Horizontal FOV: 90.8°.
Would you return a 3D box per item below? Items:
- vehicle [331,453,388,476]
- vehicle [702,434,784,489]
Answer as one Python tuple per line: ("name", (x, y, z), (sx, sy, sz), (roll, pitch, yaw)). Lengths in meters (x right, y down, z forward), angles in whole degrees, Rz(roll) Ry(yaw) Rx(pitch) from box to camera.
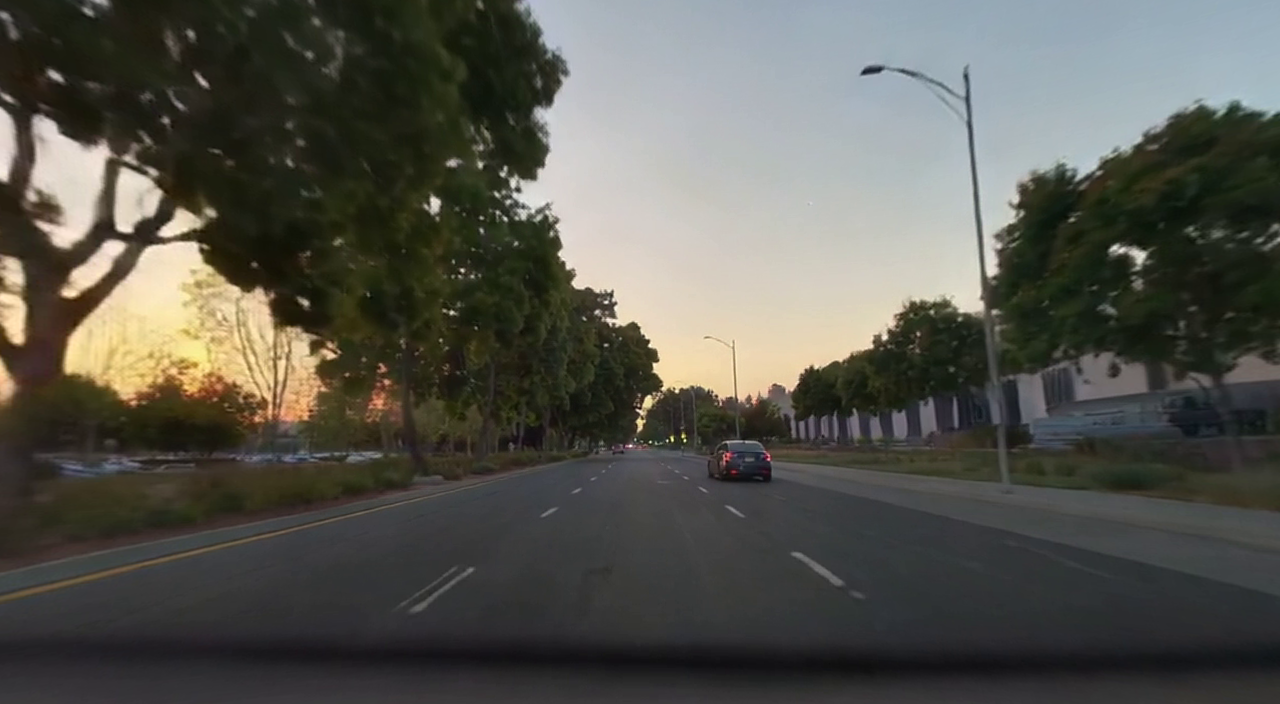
("vehicle", (-19.843, 7.940, 44.934), (1.880, 1.455, 4.654), (0, -8, 1))
("vehicle", (3.541, 3.844, 22.574), (2.083, 1.743, 4.354), (0, -8, -1))
